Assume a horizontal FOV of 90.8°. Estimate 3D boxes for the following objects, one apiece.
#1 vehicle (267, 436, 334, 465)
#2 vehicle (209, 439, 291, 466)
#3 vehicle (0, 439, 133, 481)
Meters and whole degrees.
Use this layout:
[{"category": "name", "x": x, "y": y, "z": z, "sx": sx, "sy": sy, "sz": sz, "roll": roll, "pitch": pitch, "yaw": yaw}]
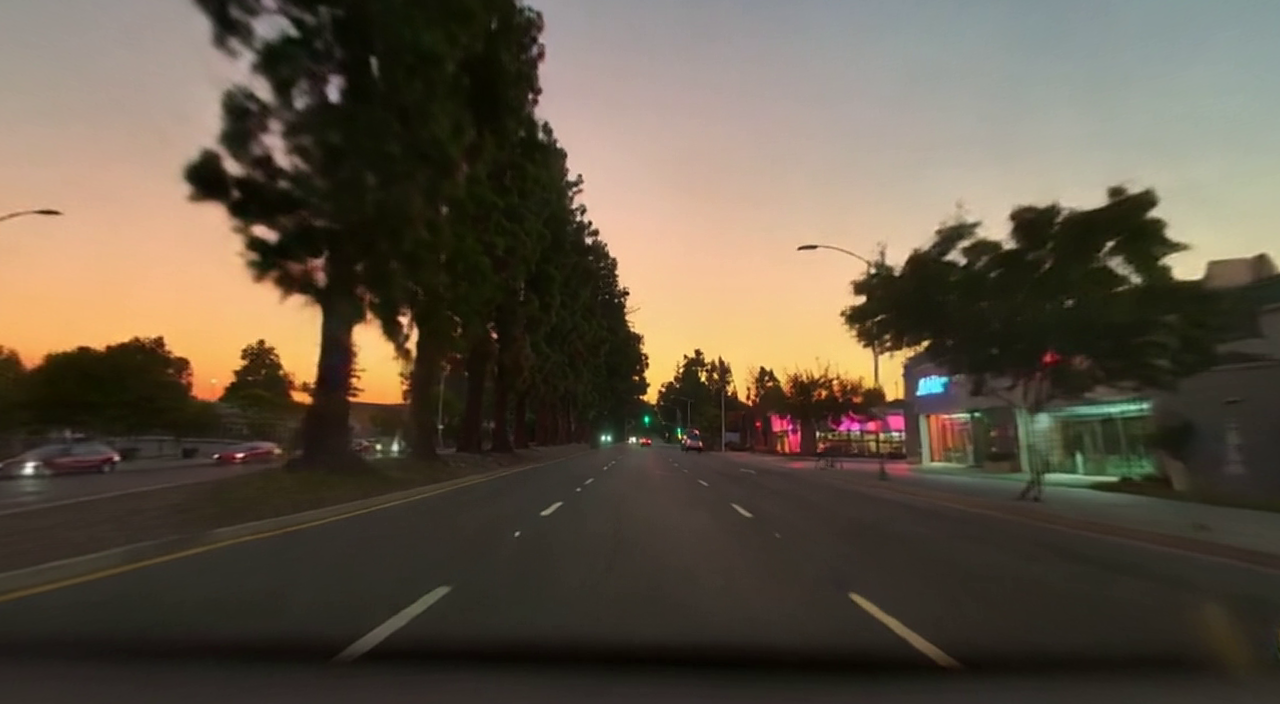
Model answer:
[{"category": "vehicle", "x": -22.335, "y": 6.530, "z": 41.718, "sx": 1.902, "sy": 1.609, "sz": 4.689, "roll": -6, "pitch": -9, "yaw": -1}, {"category": "vehicle", "x": -22.432, "y": 5.784, "z": 36.522, "sx": 1.846, "sy": 1.452, "sz": 4.484, "roll": -1, "pitch": -8, "yaw": 0}, {"category": "vehicle", "x": -22.258, "y": 4.077, "z": 24.256, "sx": 1.771, "sy": 1.445, "sz": 4.321, "roll": -1, "pitch": -8, "yaw": 4}]
